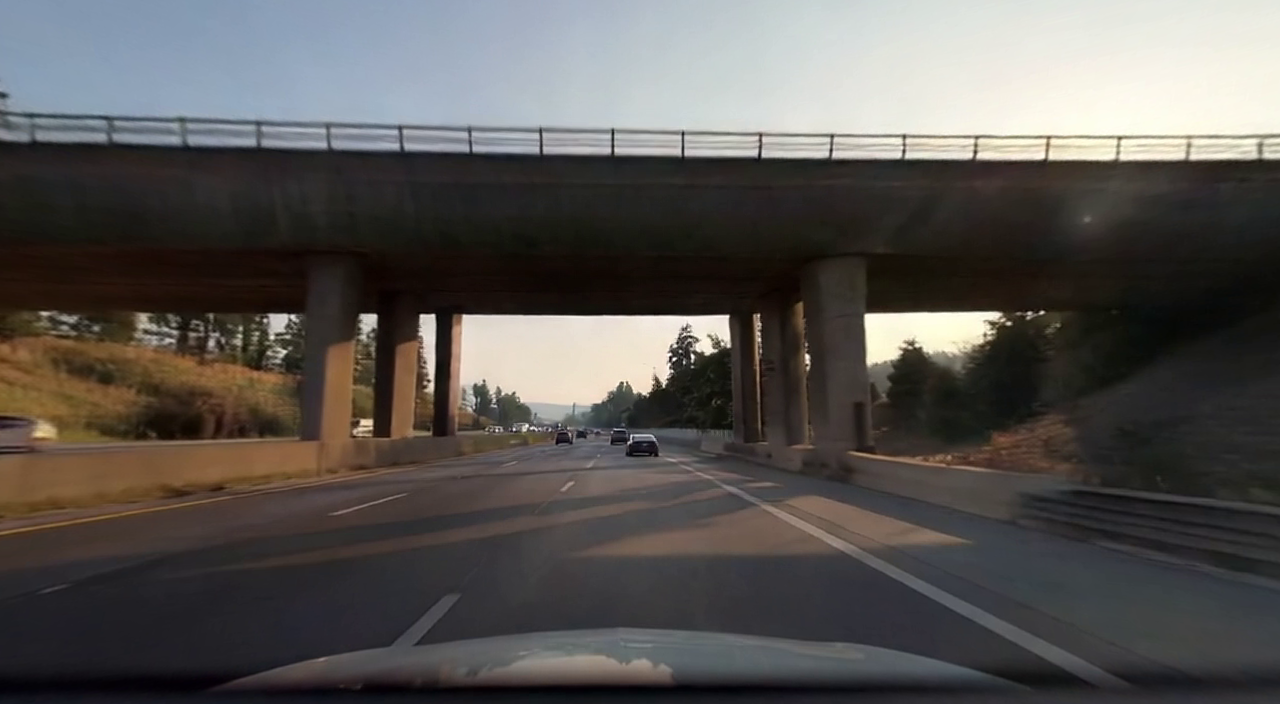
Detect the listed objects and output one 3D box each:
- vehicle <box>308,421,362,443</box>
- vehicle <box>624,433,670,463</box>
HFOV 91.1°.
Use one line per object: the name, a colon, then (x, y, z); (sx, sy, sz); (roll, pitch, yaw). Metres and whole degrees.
vehicle: (-21.924, 5.790, 45.373); (1.859, 1.480, 4.314); (0, -8, -3)
vehicle: (0.264, 4.536, 30.044); (1.999, 1.329, 3.913); (0, -8, -2)
